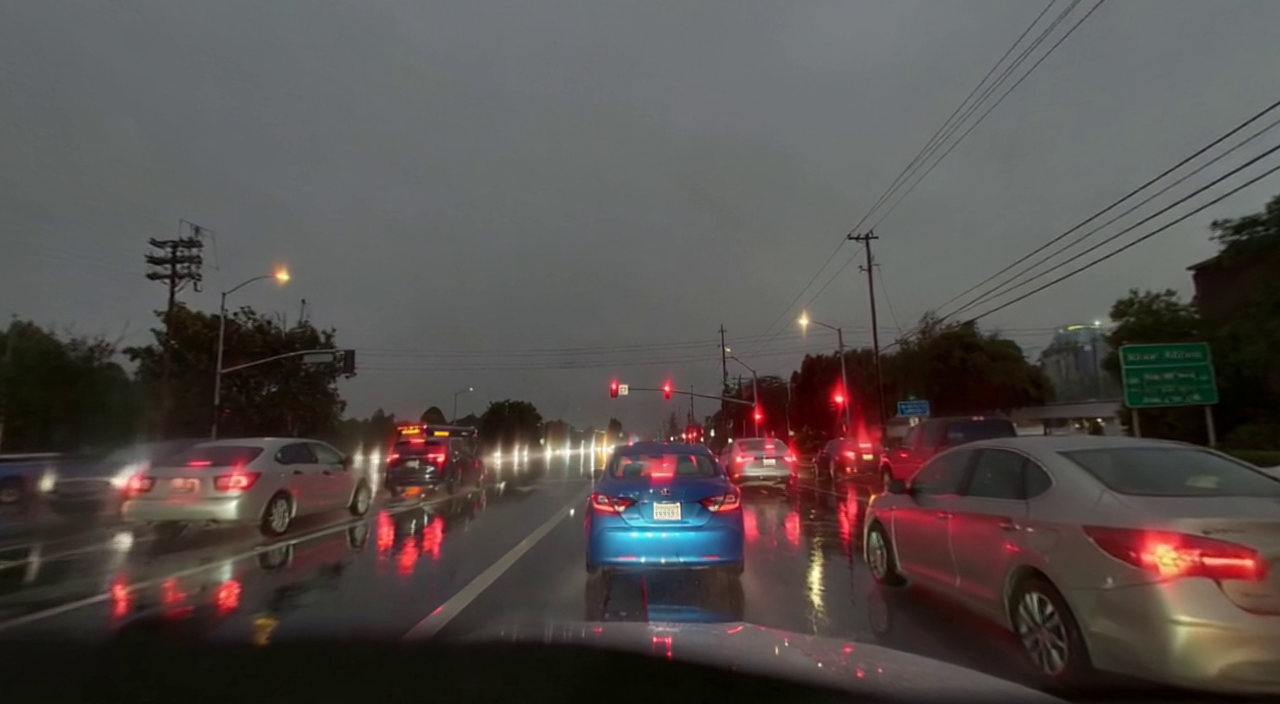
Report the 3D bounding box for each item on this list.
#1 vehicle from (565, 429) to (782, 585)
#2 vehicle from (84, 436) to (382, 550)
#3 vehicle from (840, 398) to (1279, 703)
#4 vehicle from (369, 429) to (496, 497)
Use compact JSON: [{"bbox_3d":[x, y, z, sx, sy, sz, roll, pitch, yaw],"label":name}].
[{"bbox_3d":[0.317,1.802,8.196,2.109,1.483,3.964,0,-8,0],"label":"vehicle"},{"bbox_3d":[-6.413,2.224,10.813,1.955,1.497,4.639,-1,-8,1],"label":"vehicle"},{"bbox_3d":[3.137,1.255,4.795,1.870,1.523,4.096,0,-8,0],"label":"vehicle"},{"bbox_3d":[-6.261,3.406,19.832,2.070,1.824,5.196,-1,-8,2],"label":"vehicle"}]
